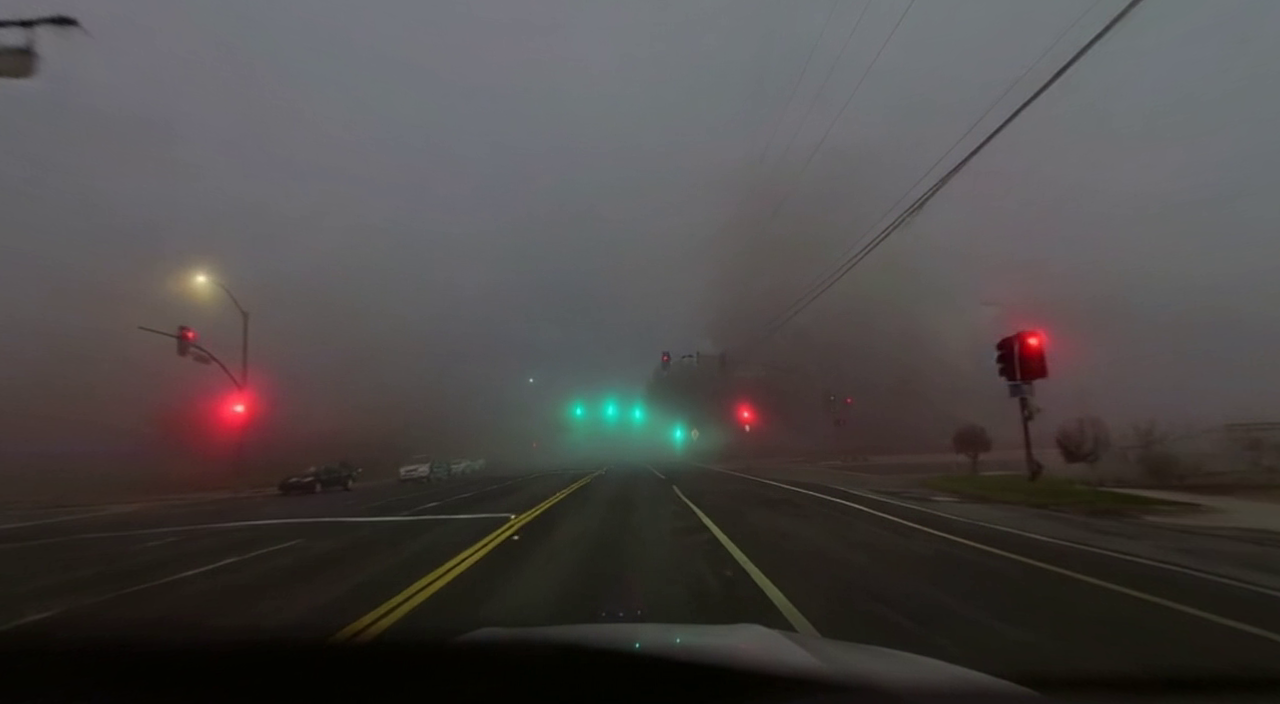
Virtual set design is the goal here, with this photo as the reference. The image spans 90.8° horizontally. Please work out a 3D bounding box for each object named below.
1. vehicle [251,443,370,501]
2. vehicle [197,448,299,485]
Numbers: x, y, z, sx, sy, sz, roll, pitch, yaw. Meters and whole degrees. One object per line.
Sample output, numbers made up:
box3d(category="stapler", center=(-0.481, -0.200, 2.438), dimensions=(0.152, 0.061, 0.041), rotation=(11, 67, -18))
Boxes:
box3d(category="vehicle", center=(-13.807, 5.001, 26.936), dimensions=(2.346, 2.217, 5.290), rotation=(0, -8, -2))
box3d(category="vehicle", center=(-21.371, 6.222, 34.542), dimensions=(4.323, 1.678, 1.890), rotation=(-2, -7, -2))
